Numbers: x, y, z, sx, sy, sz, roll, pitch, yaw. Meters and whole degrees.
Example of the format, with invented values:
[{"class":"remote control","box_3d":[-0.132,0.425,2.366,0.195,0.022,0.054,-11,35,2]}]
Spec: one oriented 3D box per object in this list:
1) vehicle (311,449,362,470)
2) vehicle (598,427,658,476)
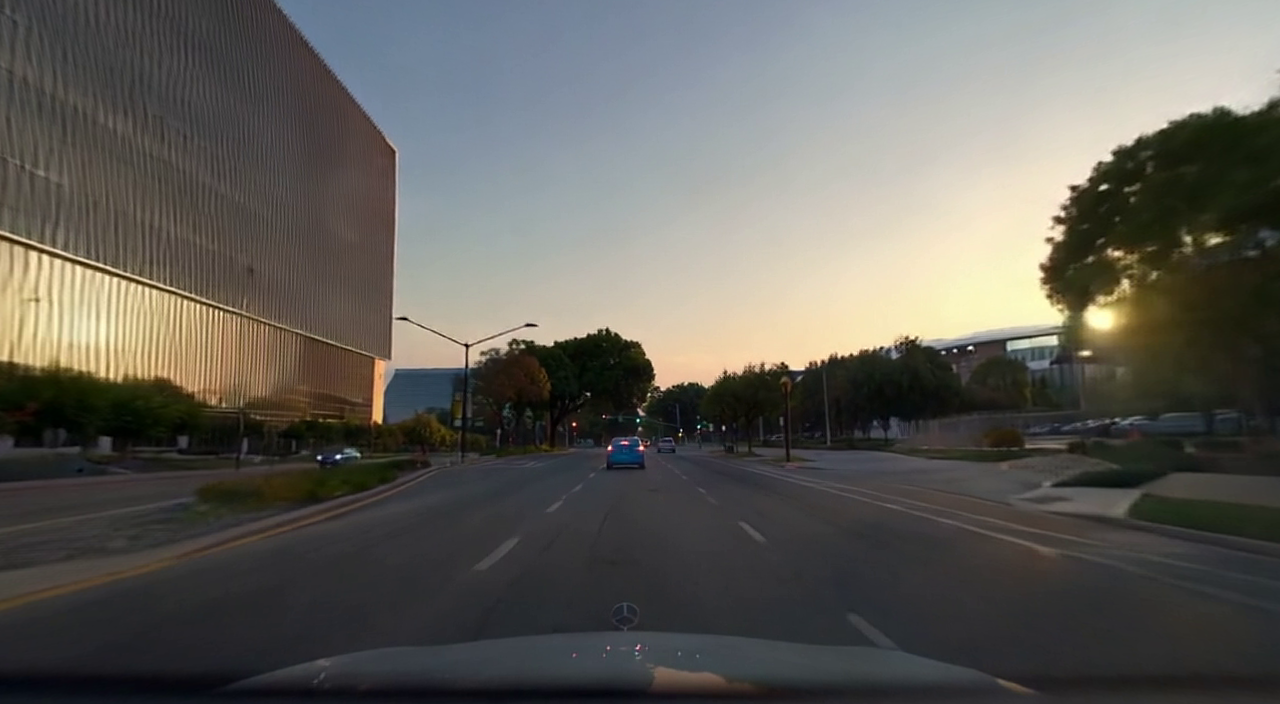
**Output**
[{"class":"vehicle","box_3d":[-23.649,8.329,49.342,1.867,1.469,4.243,-2,-9,0]},{"class":"vehicle","box_3d":[-0.475,4.160,26.642,2.313,1.860,4.319,0,-9,-1]}]
